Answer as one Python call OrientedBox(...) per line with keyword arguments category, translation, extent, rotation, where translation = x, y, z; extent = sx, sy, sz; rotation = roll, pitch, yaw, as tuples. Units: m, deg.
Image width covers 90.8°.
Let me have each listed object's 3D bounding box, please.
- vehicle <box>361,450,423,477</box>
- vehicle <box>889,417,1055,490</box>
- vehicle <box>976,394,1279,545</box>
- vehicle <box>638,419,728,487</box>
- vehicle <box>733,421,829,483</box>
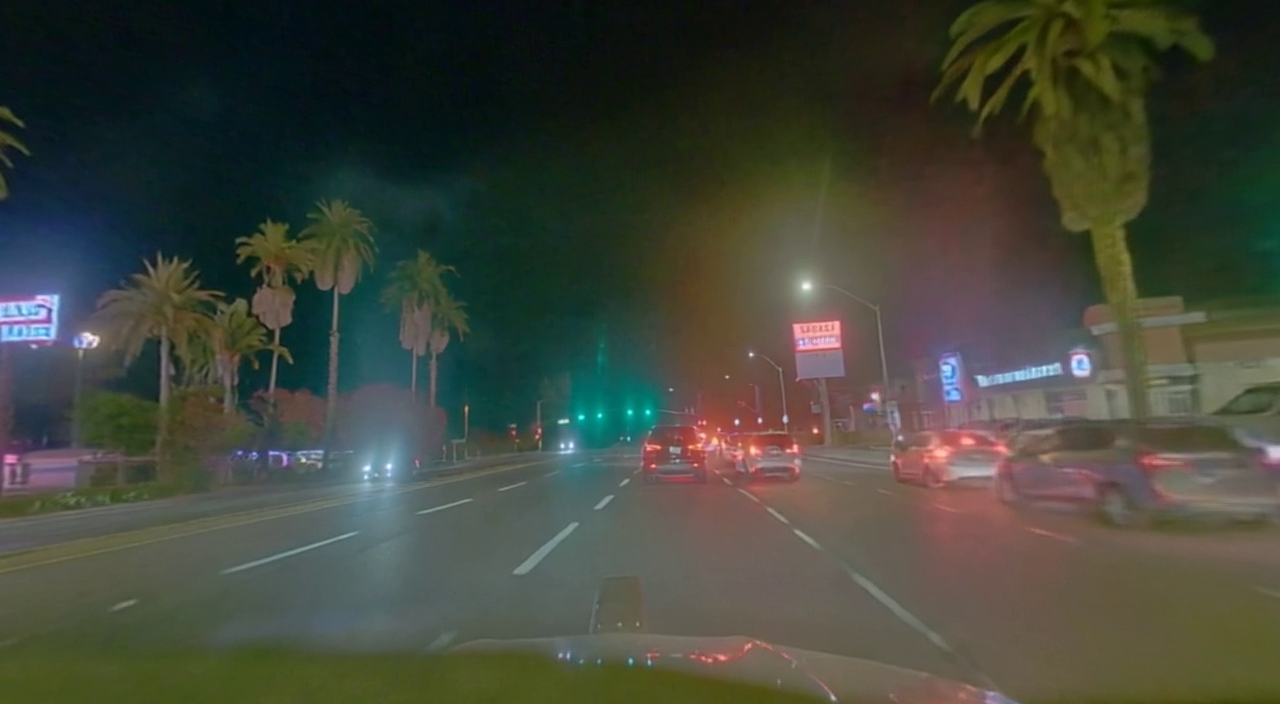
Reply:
OrientedBox(category="vehicle", translation=(-15.564, 6.997, 39.887), extent=(1.857, 1.446, 4.615), rotation=(-3, -9, 3))
OrientedBox(category="vehicle", translation=(8.492, 2.669, 16.745), extent=(1.881, 1.658, 4.595), rotation=(0, -9, 0))
OrientedBox(category="vehicle", translation=(7.347, 1.681, 9.572), extent=(2.001, 1.692, 4.800), rotation=(0, -9, 2))
OrientedBox(category="vehicle", translation=(1.247, 3.106, 19.642), extent=(2.428, 1.816, 4.959), rotation=(0, -9, 2))
OrientedBox(category="vehicle", translation=(4.413, 3.241, 20.550), extent=(2.187, 1.777, 4.444), rotation=(0, -9, 1))
